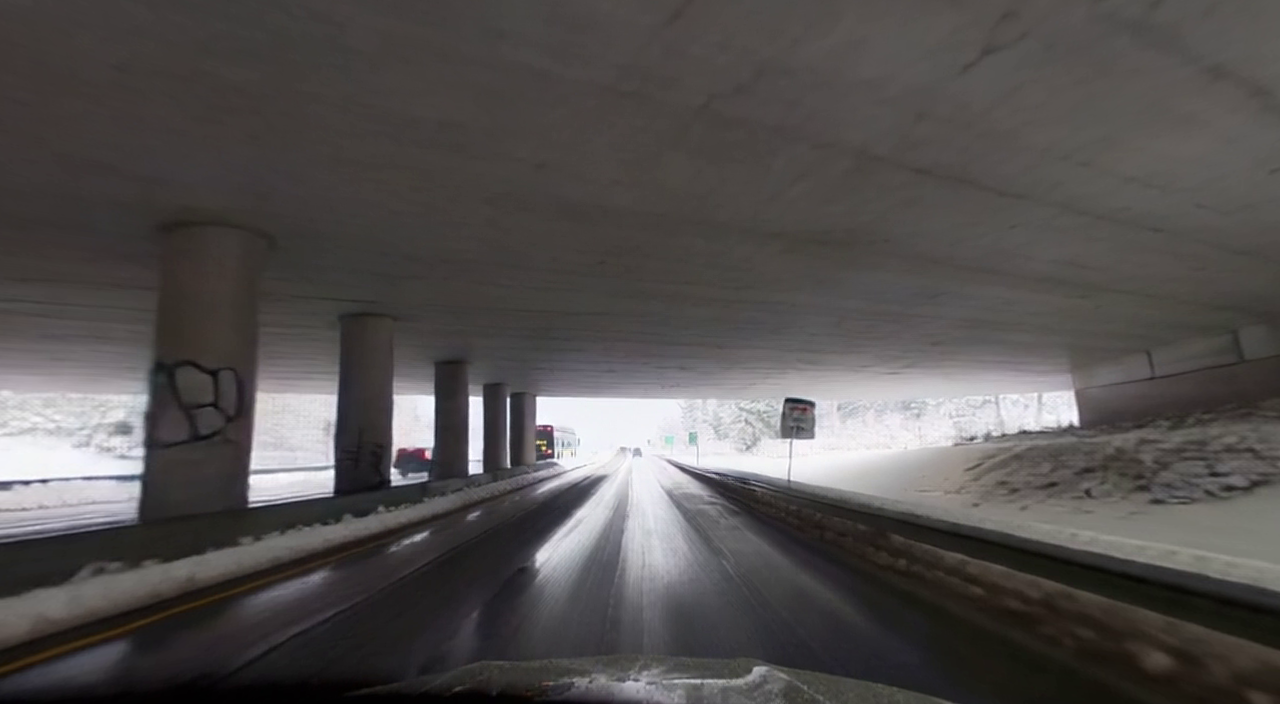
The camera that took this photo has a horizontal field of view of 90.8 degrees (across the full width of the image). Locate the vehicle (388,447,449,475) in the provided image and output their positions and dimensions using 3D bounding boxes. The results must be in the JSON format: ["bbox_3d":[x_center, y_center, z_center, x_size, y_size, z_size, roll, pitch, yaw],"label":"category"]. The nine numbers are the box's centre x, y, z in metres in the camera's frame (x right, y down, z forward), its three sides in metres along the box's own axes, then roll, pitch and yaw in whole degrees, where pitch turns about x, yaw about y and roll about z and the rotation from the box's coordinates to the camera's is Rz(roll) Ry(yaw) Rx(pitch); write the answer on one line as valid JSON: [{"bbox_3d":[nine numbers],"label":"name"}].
[{"bbox_3d":[-13.745,6.779,39.482,2.059,1.615,4.688,0,-8,1],"label":"vehicle"}]

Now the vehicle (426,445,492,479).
[{"bbox_3d":[-9.320,5.678,32.897,1.979,1.600,4.516,0,-8,1],"label":"vehicle"}]
